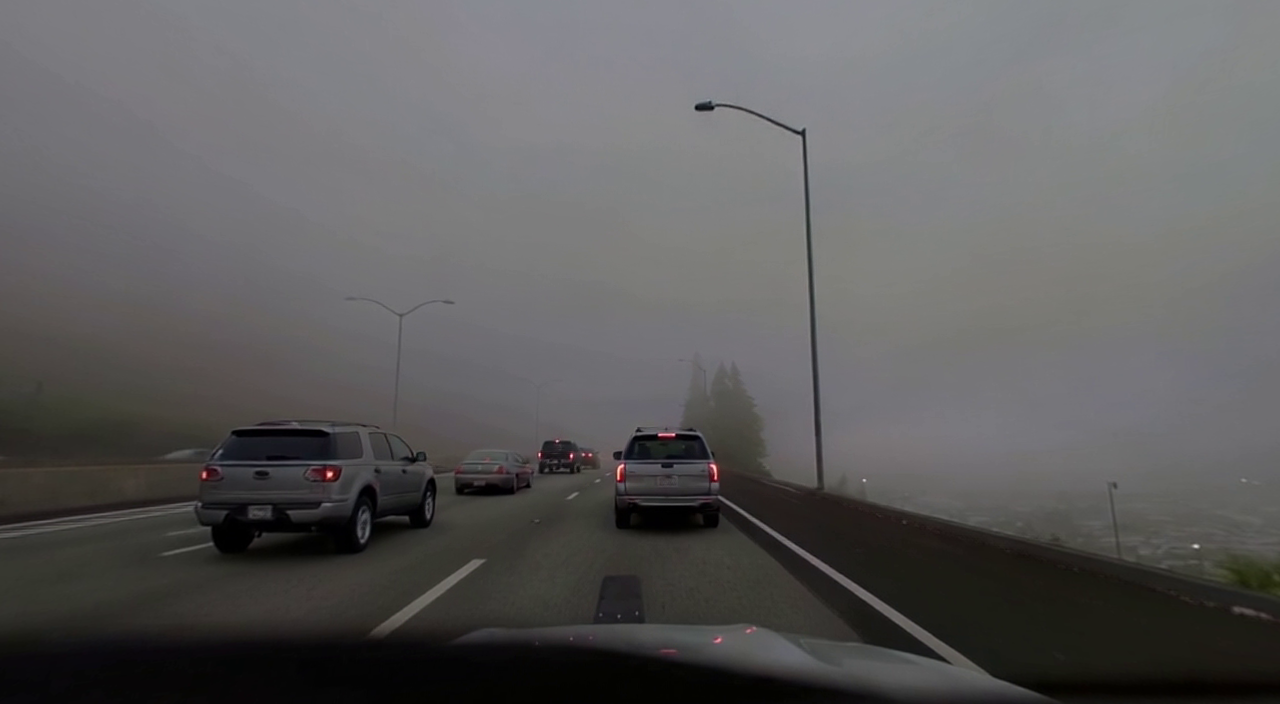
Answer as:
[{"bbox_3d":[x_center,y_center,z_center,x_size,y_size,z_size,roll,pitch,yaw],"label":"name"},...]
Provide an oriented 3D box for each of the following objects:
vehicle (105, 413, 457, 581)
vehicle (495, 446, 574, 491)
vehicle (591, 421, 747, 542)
[{"bbox_3d":[-4.326,1.810,8.697,2.076,1.688,4.334,-1,-9,4],"label":"vehicle"},{"bbox_3d":[-3.670,4.127,22.768,1.868,1.470,4.105,-1,-9,4],"label":"vehicle"},{"bbox_3d":[0.472,2.203,11.364,2.235,1.716,4.435,-1,-9,1],"label":"vehicle"}]
